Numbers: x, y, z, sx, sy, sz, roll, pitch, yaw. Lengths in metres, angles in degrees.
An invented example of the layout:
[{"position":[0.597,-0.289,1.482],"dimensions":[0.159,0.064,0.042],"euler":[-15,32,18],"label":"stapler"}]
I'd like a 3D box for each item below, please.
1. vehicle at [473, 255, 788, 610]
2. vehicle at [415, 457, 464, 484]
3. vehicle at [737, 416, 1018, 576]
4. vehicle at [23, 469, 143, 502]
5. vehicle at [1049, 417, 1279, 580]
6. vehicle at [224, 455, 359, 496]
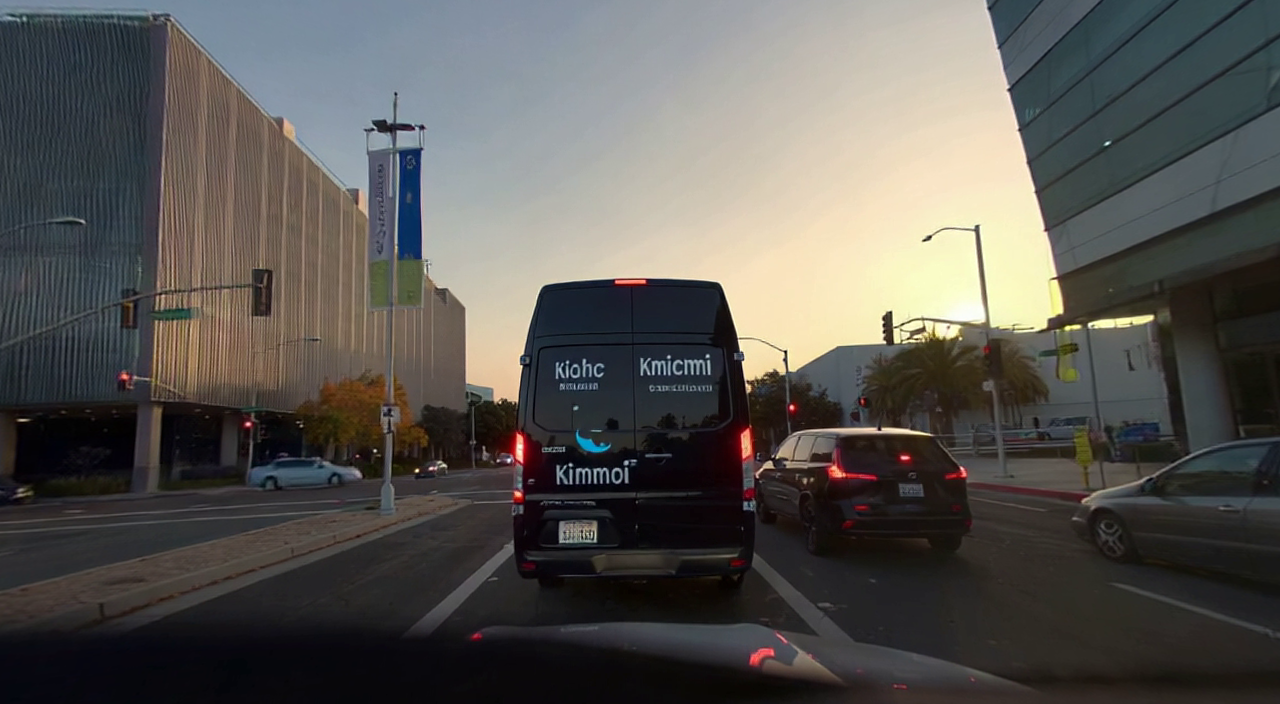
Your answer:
[{"position":[-0.042,1.177,9.087],"dimensions":[2.613,3.035,7.342],"euler":[0,-8,1],"label":"vehicle"},{"position":[-14.666,8.685,46.556],"dimensions":[1.997,1.806,4.630],"euler":[0,-8,1],"label":"vehicle"},{"position":[2.876,1.865,9.037],"dimensions":[2.183,1.676,4.506],"euler":[0,-8,-1],"label":"vehicle"},{"position":[-31.116,7.434,35.378],"dimensions":[4.806,1.652,1.869],"euler":[0,-8,-2],"label":"vehicle"},{"position":[7.528,1.577,6.992],"dimensions":[1.963,1.669,4.678],"euler":[3,-9,-20],"label":"vehicle"},{"position":[-15.058,5.354,27.557],"dimensions":[4.659,1.615,1.944],"euler":[1,-9,-8],"label":"vehicle"}]
